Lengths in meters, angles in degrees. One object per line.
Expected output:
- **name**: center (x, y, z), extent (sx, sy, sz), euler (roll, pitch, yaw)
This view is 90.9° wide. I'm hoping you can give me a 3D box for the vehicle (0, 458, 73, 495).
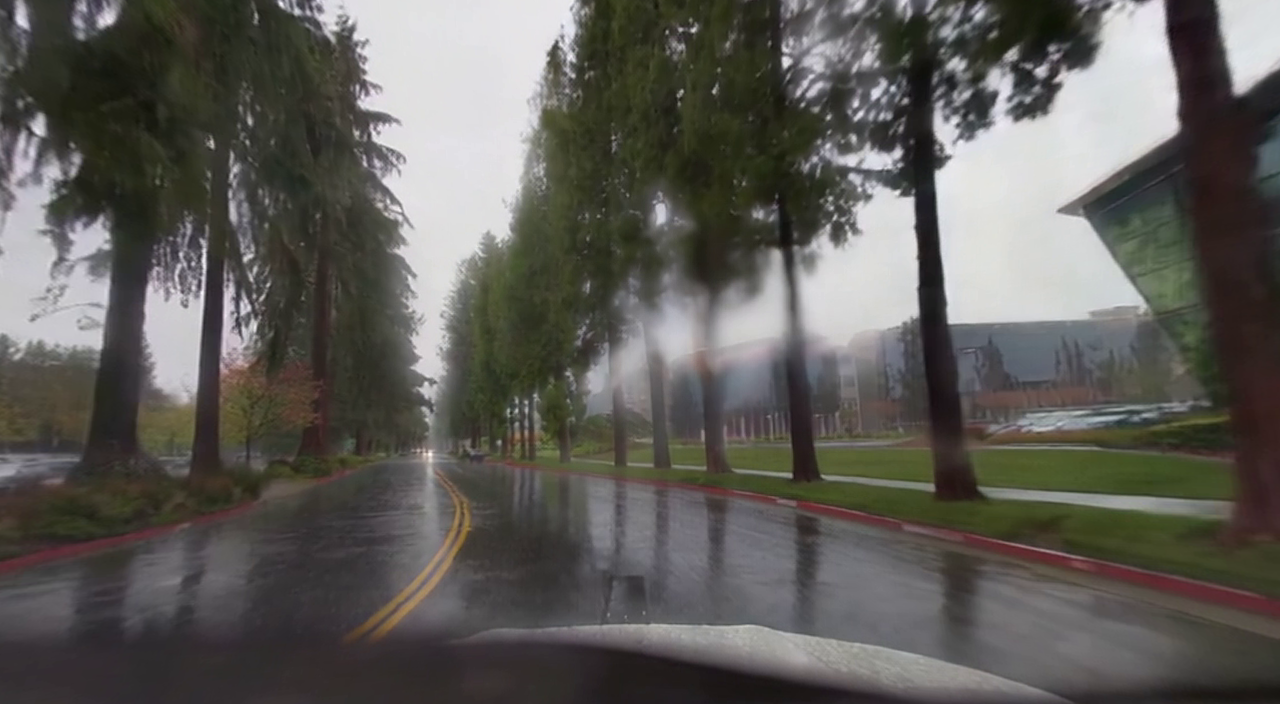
- **vehicle**: center (-31.135, 6.224, 31.764), extent (1.929, 1.650, 4.638), euler (2, -9, -17)
